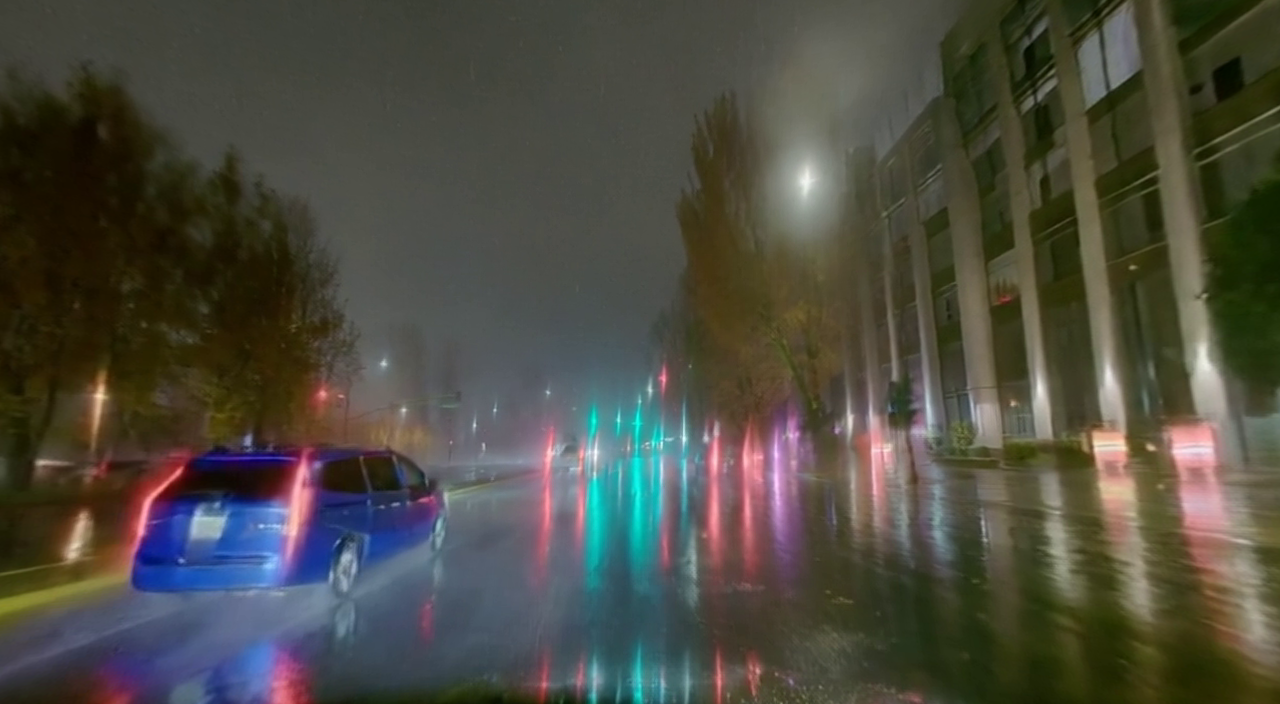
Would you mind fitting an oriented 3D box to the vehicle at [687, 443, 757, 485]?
[{"bbox_3d":[3.079,4.317,24.688,1.961,1.482,4.538,0,-9,-2],"label":"vehicle"}]

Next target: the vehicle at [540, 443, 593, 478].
[{"bbox_3d":[-3.773,5.659,33.346,2.145,1.694,4.642,0,-9,1],"label":"vehicle"}]

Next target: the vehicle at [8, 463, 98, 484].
[{"bbox_3d":[-43.344,8.979,46.711,4.623,1.474,1.905,0,-9,-2],"label":"vehicle"}]

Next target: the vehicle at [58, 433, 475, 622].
[{"bbox_3d":[-3.528,1.721,7.231,2.060,1.466,4.387,0,-9,0],"label":"vehicle"}]
